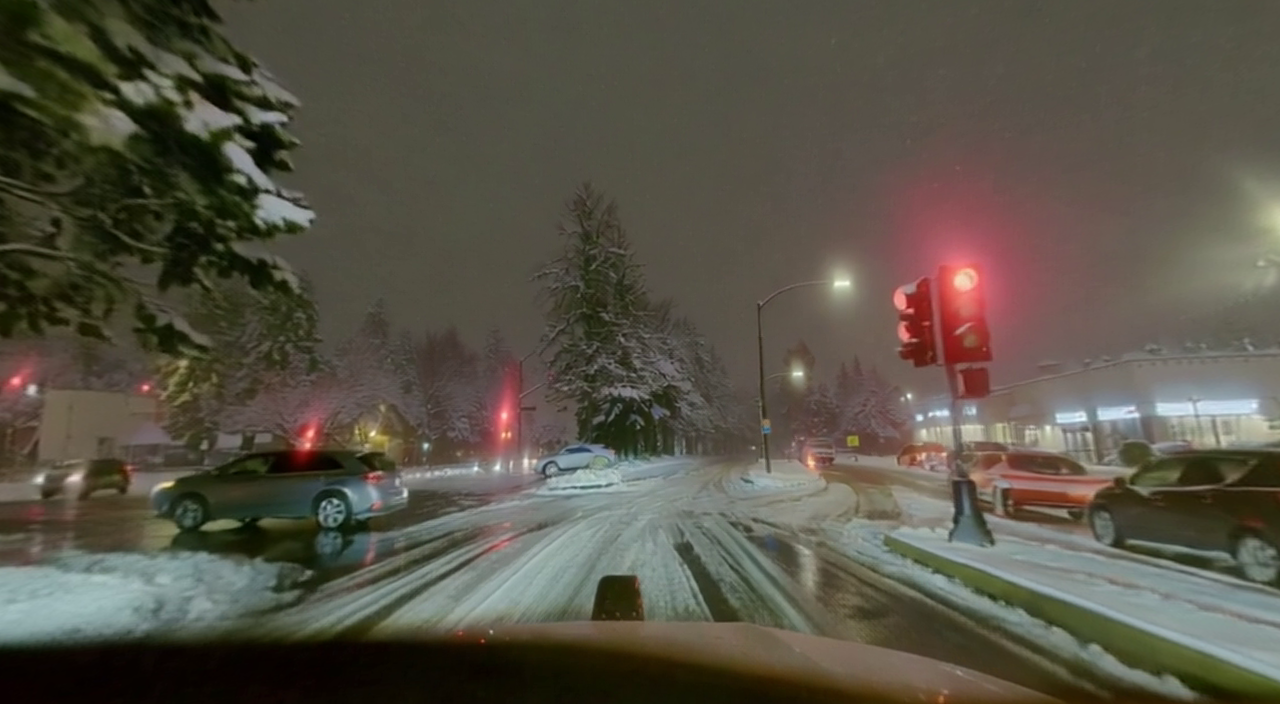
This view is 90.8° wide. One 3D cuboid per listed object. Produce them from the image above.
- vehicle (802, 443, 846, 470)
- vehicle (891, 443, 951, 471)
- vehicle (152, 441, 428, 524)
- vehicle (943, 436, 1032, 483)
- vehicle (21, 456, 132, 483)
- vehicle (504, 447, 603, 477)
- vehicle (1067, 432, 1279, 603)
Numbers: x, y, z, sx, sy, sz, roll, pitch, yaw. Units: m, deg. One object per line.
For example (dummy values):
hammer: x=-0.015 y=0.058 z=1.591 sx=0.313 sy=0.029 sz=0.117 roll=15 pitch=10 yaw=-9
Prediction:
vehicle: x=11.152 y=6.347 z=38.594 sx=2.061 sy=1.519 sz=4.794 roll=-1 pitch=-8 yaw=10
vehicle: x=16.229 y=6.068 z=36.739 sx=1.951 sy=1.491 sz=4.359 roll=-1 pitch=-9 yaw=7
vehicle: x=-6.716 y=2.520 z=12.470 sx=4.376 sy=1.476 sz=1.791 roll=0 pitch=-9 yaw=2
vehicle: x=13.628 y=4.228 z=25.076 sx=1.921 sy=1.657 sz=4.400 roll=-2 pitch=-9 yaw=14
vehicle: x=-34.829 y=7.241 z=39.224 sx=1.840 sy=1.451 sz=4.657 roll=-4 pitch=-10 yaw=26
vehicle: x=-4.621 y=5.907 z=34.118 sx=4.792 sy=1.468 sz=2.116 roll=-2 pitch=-9 yaw=14
vehicle: x=6.893 y=1.694 z=7.099 sx=1.867 sy=1.479 sz=4.452 roll=-2 pitch=-9 yaw=12
